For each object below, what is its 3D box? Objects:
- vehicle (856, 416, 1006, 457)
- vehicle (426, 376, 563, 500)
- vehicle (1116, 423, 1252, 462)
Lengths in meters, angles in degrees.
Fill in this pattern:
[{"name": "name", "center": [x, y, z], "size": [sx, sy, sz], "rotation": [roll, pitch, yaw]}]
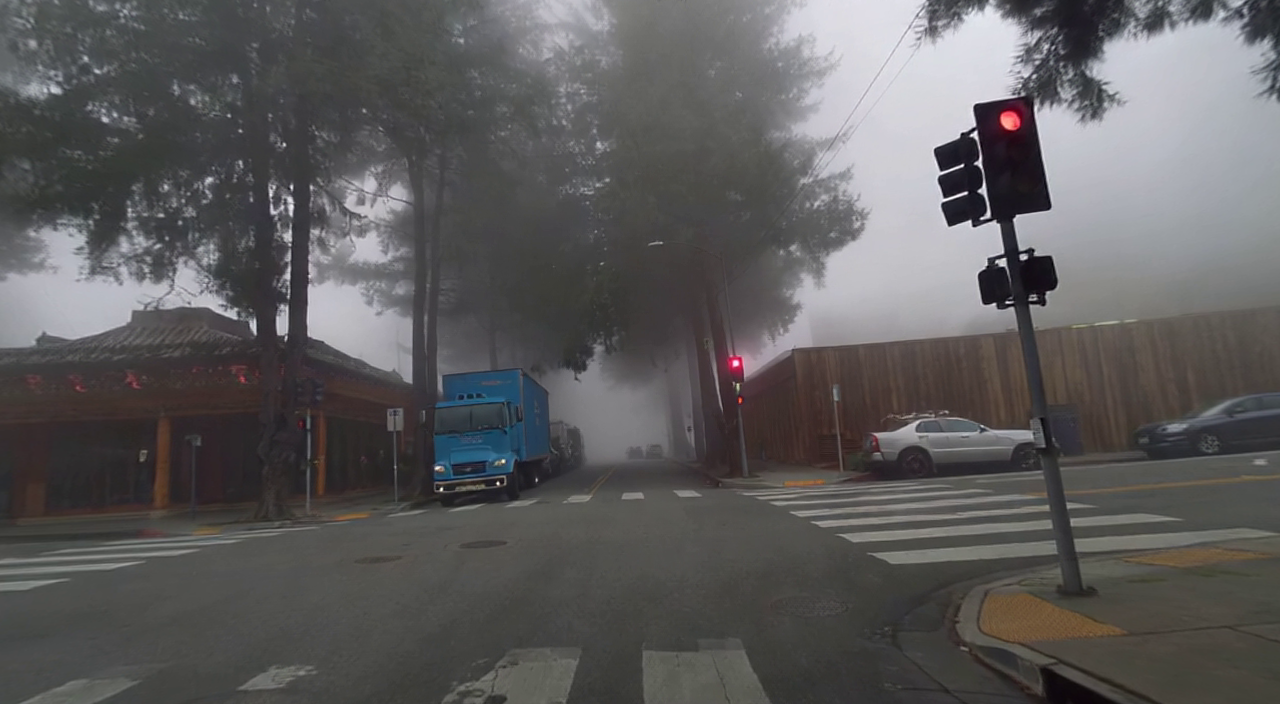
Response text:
[{"name": "vehicle", "center": [10.677, 3.142, 23.430], "size": [4.643, 1.456, 1.820], "rotation": [-1, -8, 5]}, {"name": "vehicle", "center": [-5.744, 3.726, 27.165], "size": [3.113, 4.041, 10.284], "rotation": [-6, -8, 0]}, {"name": "vehicle", "center": [24.938, 4.168, 29.031], "size": [4.268, 1.695, 2.053], "rotation": [0, -8, 3]}]
